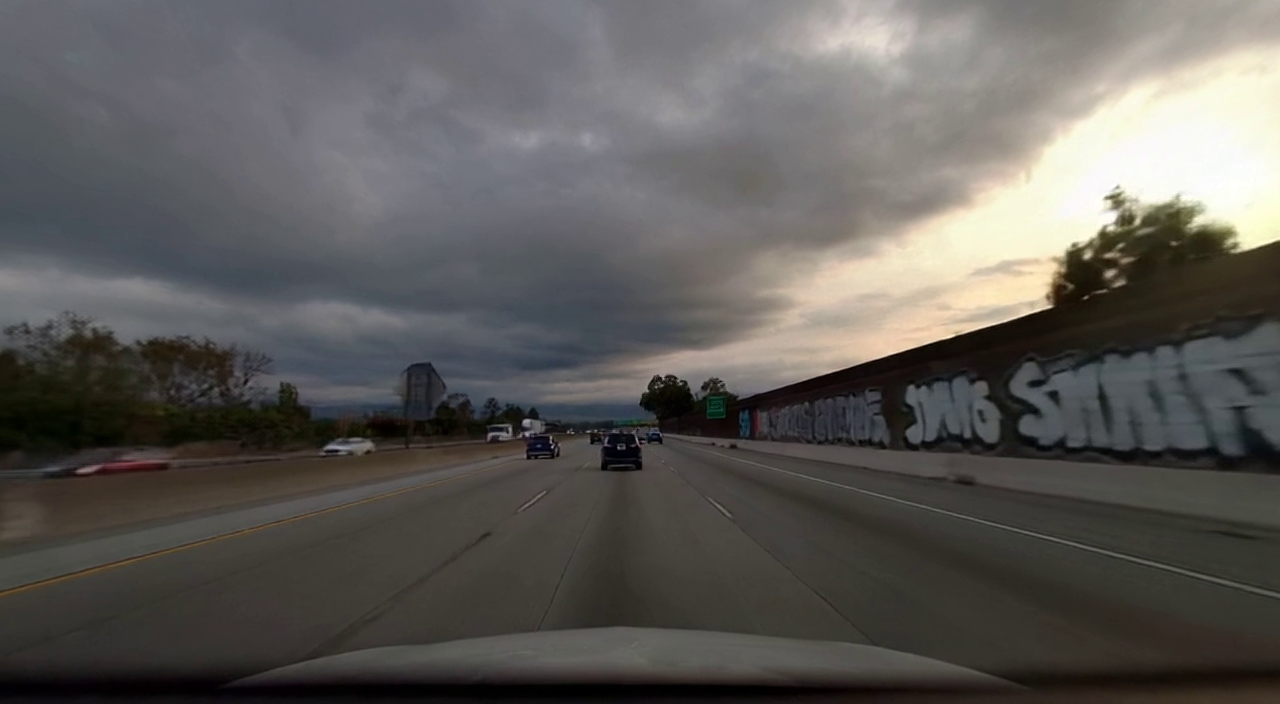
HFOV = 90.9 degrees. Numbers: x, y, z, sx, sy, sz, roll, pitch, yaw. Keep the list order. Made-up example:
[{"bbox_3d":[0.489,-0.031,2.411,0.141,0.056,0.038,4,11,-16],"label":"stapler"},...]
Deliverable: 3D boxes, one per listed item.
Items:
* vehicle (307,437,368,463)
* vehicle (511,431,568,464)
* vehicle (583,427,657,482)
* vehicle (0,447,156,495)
[{"bbox_3d":[-20.584,6.684,43.106,2.012,1.661,4.358,0,-8,-1],"label":"vehicle"},{"bbox_3d":[-4.787,4.601,30.547,2.022,1.440,4.491,0,-8,0],"label":"vehicle"},{"bbox_3d":[-0.582,3.073,19.190,2.044,1.477,3.693,0,-8,-1],"label":"vehicle"},{"bbox_3d":[-20.452,4.253,22.990,1.933,1.478,4.620,0,-8,-1],"label":"vehicle"}]
